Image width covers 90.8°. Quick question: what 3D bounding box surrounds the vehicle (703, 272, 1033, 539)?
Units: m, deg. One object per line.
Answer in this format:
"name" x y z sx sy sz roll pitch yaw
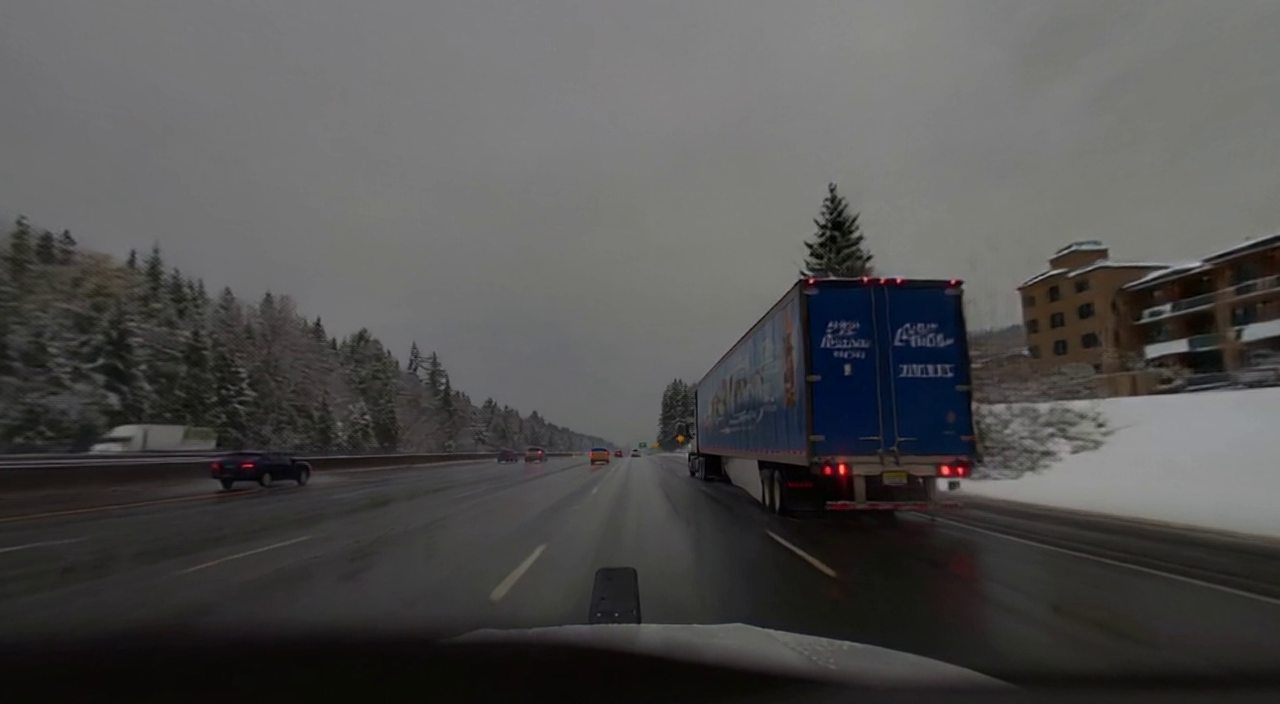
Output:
"vehicle" 4.196 1.911 17.423 3.140 4.100 15.551 0 -9 -1

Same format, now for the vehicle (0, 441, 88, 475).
"vehicle" -39.611 6.800 40.674 2.298 2.001 6.372 0 -9 0

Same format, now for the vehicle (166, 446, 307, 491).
"vehicle" -14.430 4.160 23.003 1.982 1.471 4.747 0 -9 0
